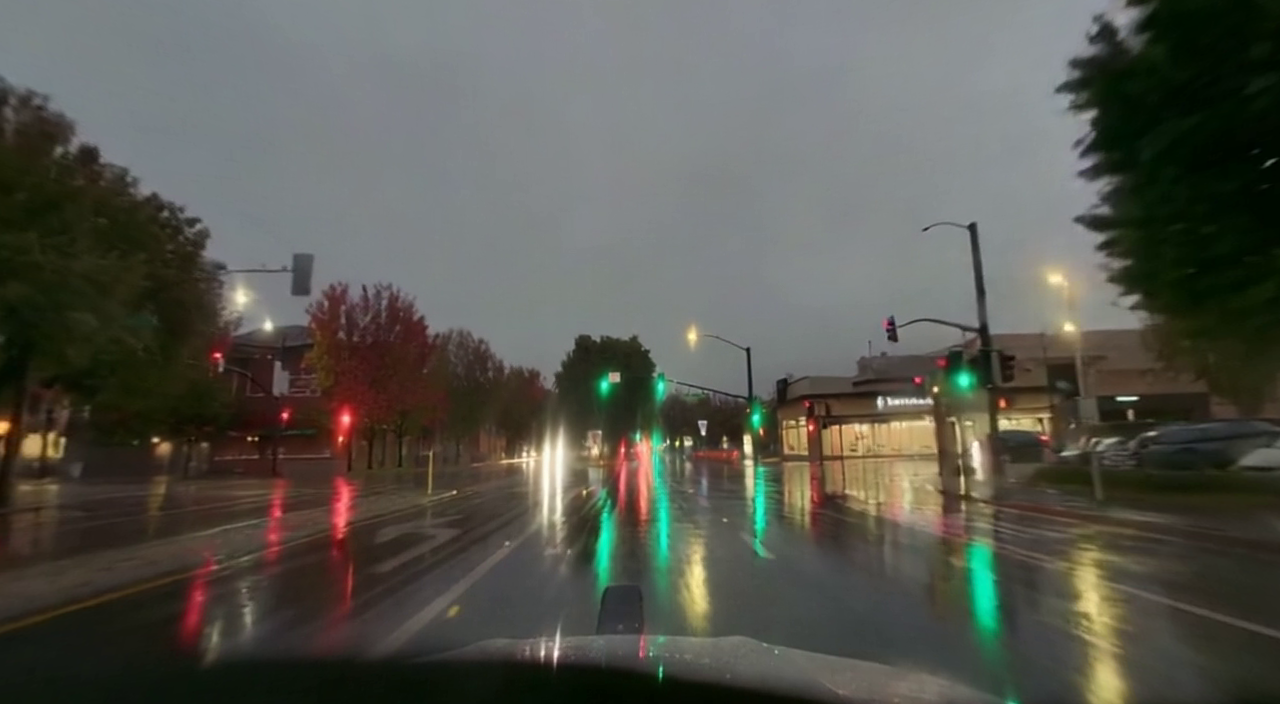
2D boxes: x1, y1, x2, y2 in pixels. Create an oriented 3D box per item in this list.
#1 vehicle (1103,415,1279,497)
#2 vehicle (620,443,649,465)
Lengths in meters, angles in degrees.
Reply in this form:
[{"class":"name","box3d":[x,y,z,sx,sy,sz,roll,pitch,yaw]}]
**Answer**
[{"class":"vehicle","box3d":[13.491,2.320,14.251,4.347,1.682,2.098,-3,-9,18]},{"class":"vehicle","box3d":[-0.439,7.376,46.008,2.045,1.510,3.690,0,-8,-1]}]
